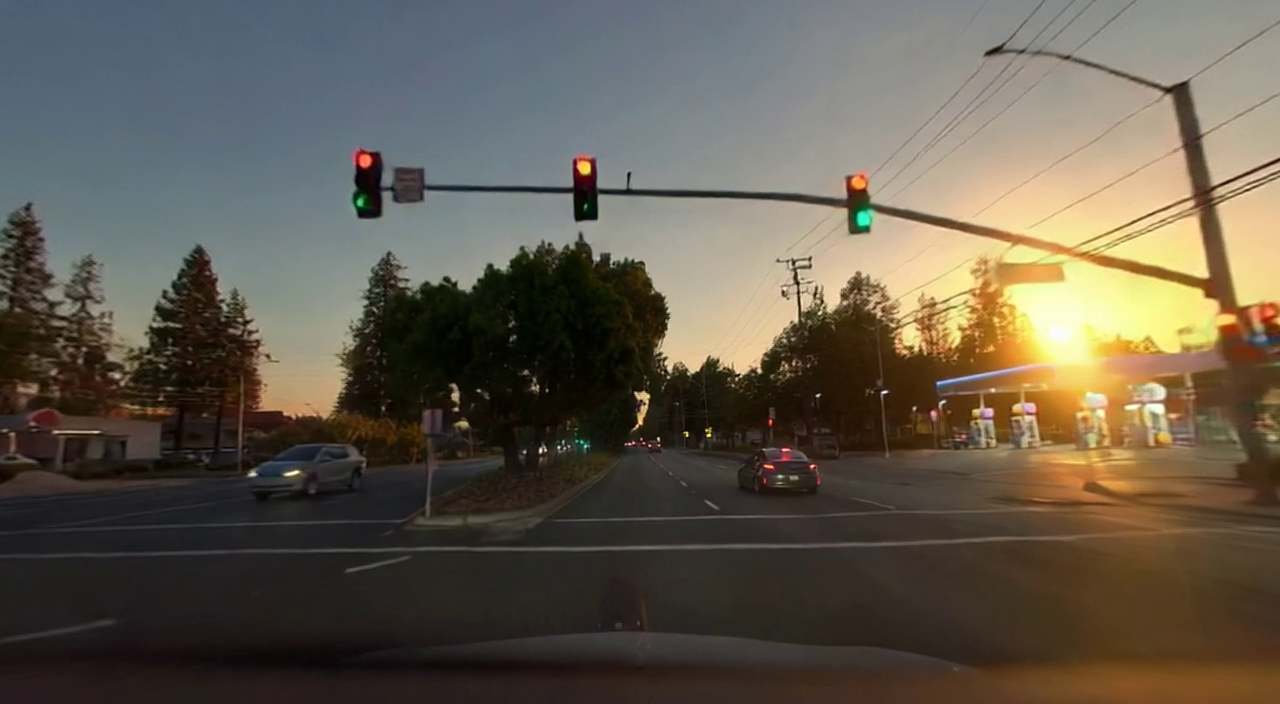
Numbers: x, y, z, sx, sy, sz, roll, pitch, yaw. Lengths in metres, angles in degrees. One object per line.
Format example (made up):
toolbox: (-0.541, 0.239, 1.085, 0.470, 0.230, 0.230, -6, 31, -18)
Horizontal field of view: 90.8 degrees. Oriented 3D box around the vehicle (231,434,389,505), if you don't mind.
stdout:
vehicle: (-8.450, 3.048, 16.706, 1.913, 1.478, 4.312, -4, -9, -1)
